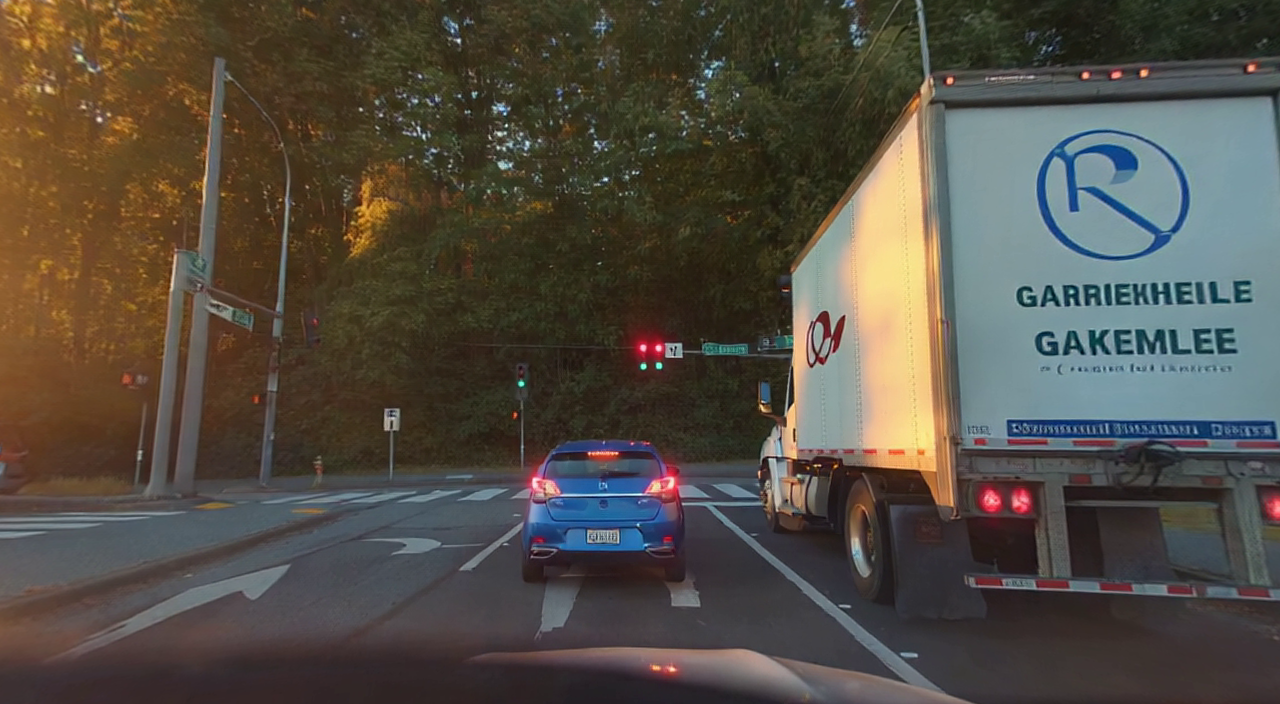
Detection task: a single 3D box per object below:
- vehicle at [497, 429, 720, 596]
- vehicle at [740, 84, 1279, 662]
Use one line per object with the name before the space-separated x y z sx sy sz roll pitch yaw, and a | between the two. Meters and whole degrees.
vehicle | -0.312 1.703 7.417 1.975 1.457 3.526 0 -9 -1
vehicle | 3.553 0.758 8.903 2.884 3.753 9.763 0 -9 1
